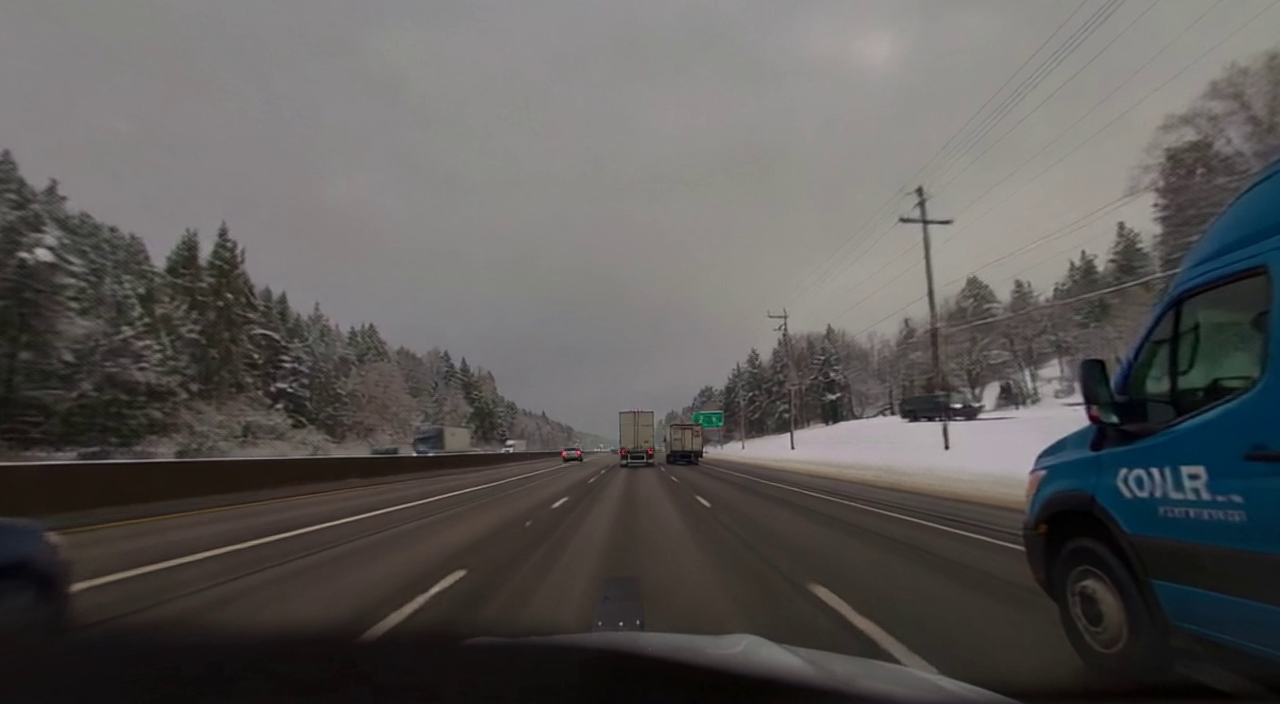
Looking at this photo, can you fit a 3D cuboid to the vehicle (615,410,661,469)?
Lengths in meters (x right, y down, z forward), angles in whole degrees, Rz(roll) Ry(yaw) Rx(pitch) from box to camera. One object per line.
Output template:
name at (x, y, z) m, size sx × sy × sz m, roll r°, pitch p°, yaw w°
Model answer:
vehicle at (-0.188, 6.947, 49.519) m, size 3.201 × 4.019 × 10.918 m, roll 0°, pitch -9°, yaw 0°

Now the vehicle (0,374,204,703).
vehicle at (-3.773, 0.754, 1.529) m, size 2.175 × 1.646 × 4.525 m, roll 0°, pitch -9°, yaw 0°

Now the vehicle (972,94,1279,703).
vehicle at (3.671, 0.205, 1.466) m, size 2.338 × 2.690 × 6.025 m, roll 0°, pitch -9°, yaw -1°
